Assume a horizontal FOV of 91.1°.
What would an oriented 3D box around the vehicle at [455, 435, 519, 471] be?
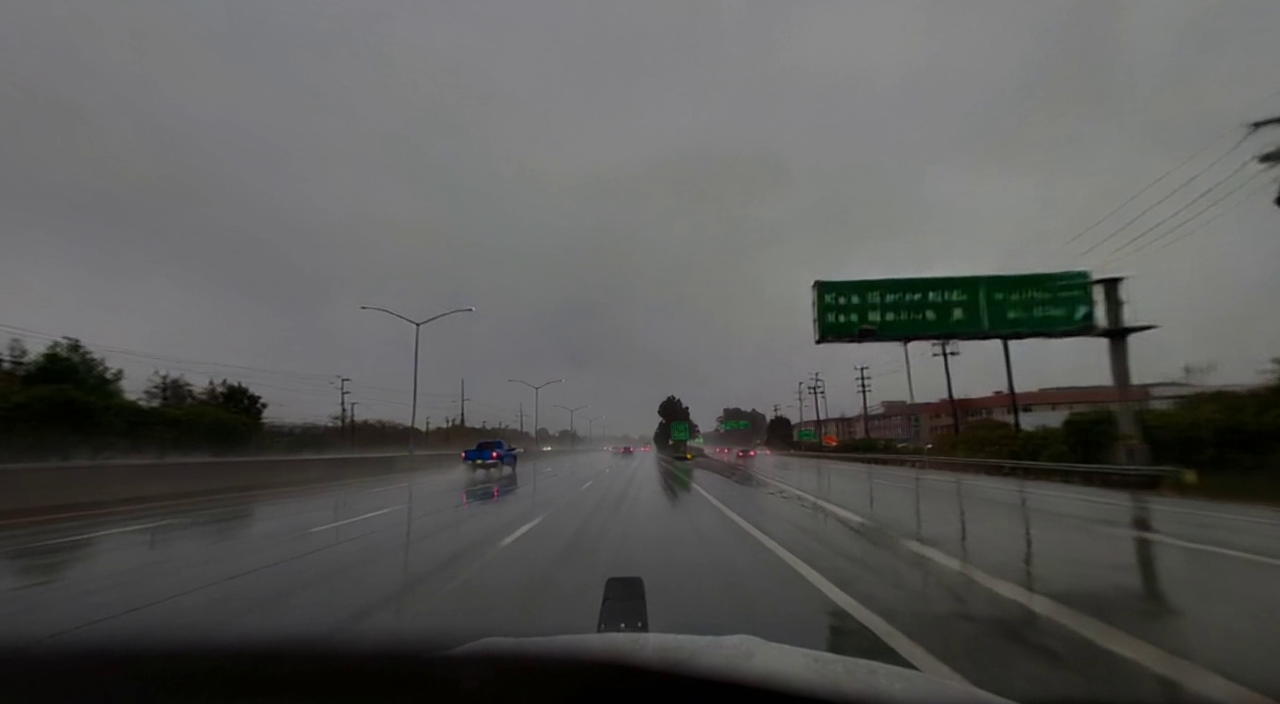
[{"bbox_3d":[-10.124,6.781,42.221,2.667,2.213,6.081,0,-8,1],"label":"vehicle"}]
